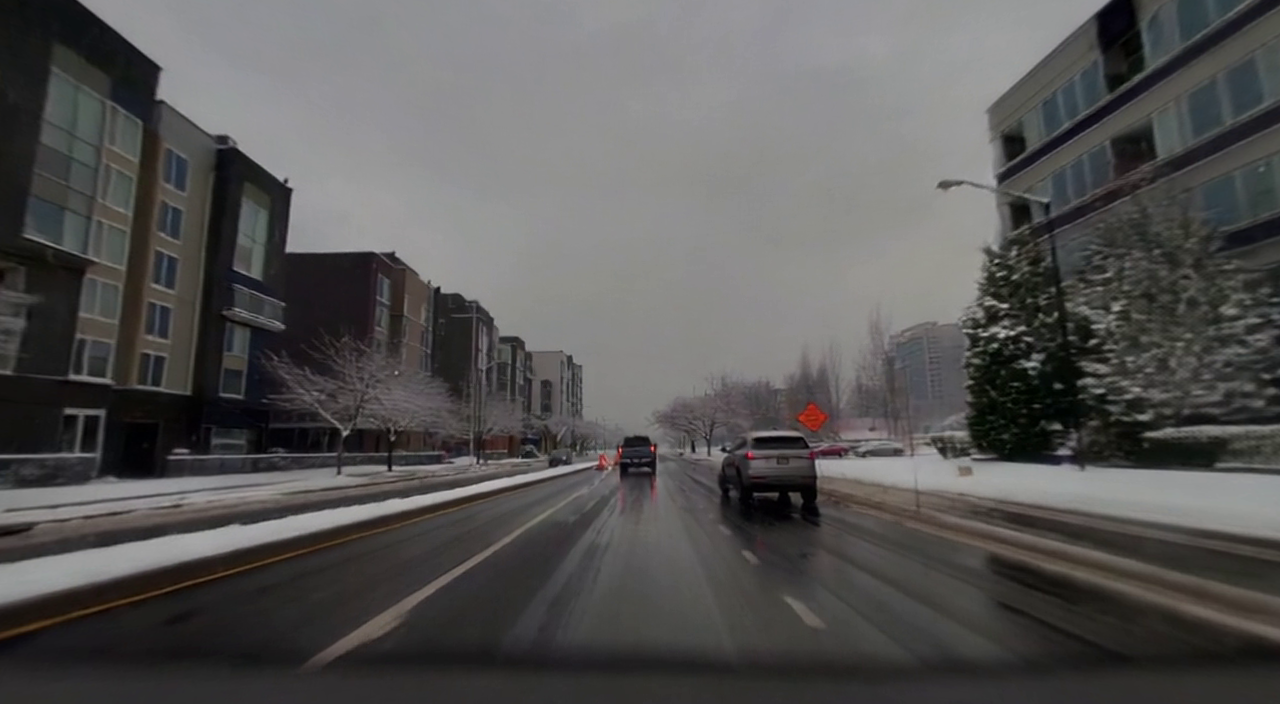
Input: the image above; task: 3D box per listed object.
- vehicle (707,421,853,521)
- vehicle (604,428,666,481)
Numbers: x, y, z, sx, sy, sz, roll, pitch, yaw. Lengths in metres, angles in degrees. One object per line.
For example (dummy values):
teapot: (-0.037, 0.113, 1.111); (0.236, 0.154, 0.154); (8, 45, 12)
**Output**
vehicle: (2.883, 2.623, 14.453); (2.120, 1.828, 5.531); (0, -9, 0)
vehicle: (-0.208, 5.037, 31.098); (2.762, 2.309, 6.723); (0, -9, 0)
